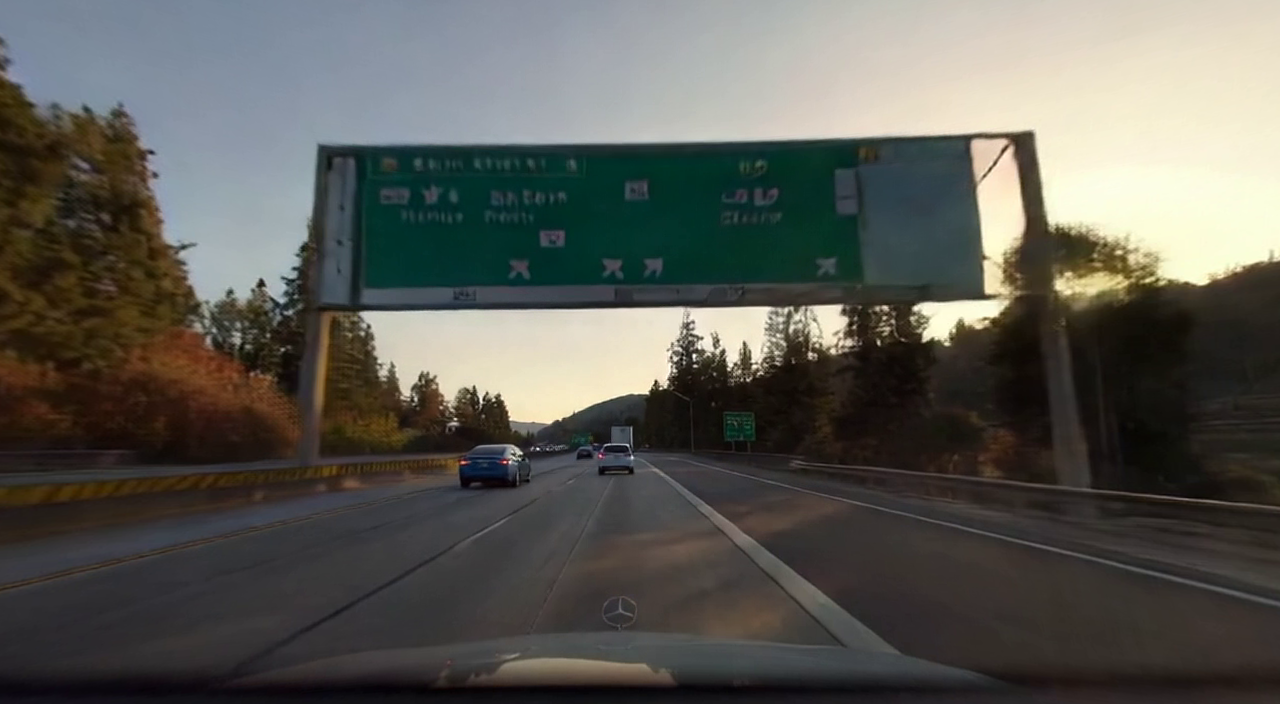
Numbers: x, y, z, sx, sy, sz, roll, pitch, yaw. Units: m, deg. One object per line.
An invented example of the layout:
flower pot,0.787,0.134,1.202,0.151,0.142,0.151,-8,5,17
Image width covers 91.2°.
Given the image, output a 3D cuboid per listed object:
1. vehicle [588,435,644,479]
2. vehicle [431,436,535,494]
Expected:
vehicle,-1.023,4.479,27.013,2.220,1.711,4.056,0,-9,-2
vehicle,-4.824,3.554,20.043,2.103,1.588,4.709,-1,-9,0
